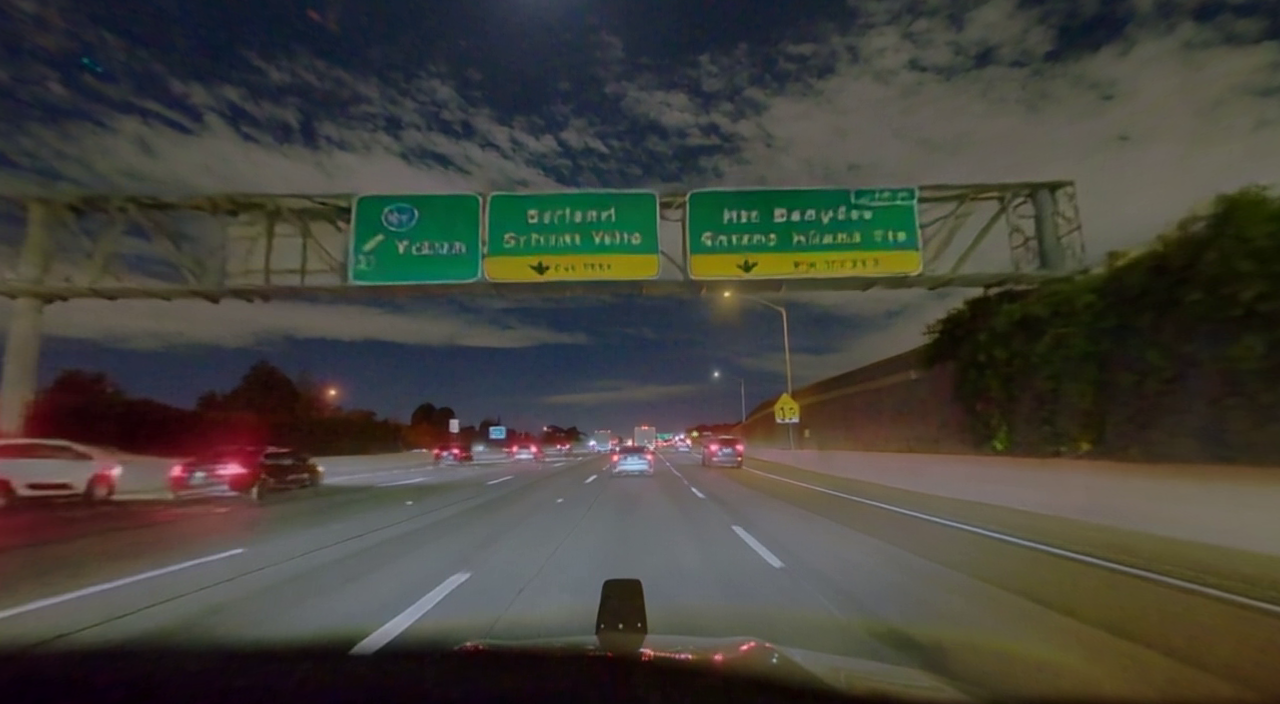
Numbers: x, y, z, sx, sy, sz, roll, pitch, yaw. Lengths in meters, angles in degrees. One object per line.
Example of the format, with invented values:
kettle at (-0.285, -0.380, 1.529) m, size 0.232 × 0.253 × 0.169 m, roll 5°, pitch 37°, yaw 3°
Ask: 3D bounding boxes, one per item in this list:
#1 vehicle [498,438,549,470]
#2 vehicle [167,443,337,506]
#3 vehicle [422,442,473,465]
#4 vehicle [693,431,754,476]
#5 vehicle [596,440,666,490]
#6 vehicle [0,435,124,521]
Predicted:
vehicle at (-6.596, 5.824, 36.135) m, size 2.060 × 1.669 × 4.242 m, roll 0°, pitch -9°, yaw 1°
vehicle at (-10.519, 3.311, 17.575) m, size 1.961 × 1.510 × 4.260 m, roll 0°, pitch -9°, yaw 1°
vehicle at (-14.002, 7.399, 46.133) m, size 2.055 × 1.628 × 4.898 m, roll 0°, pitch -9°, yaw 1°
vehicle at (3.517, 4.360, 27.310) m, size 2.001 × 1.771 × 4.250 m, roll 0°, pitch -9°, yaw -1°
vehicle at (-0.241, 3.638, 20.721) m, size 2.042 × 1.446 × 4.269 m, roll 0°, pitch -9°, yaw 1°
vehicle at (-13.830, 2.626, 13.305) m, size 2.045 × 1.712 × 4.457 m, roll 0°, pitch -9°, yaw 1°
